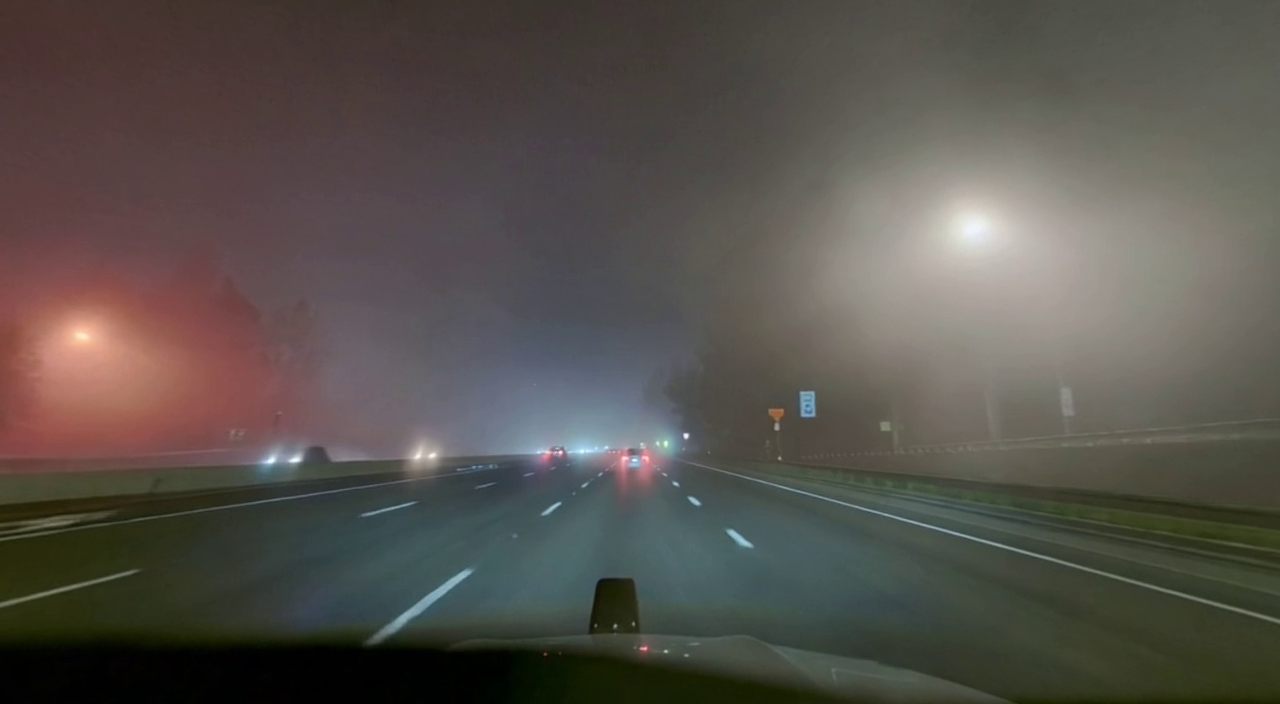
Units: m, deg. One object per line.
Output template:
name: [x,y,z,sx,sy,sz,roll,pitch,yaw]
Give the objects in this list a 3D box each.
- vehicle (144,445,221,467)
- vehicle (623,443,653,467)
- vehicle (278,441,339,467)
vehicle: [-31.282,7.124,43.370,1.946,1.444,4.536,0,-9,-1]
vehicle: [-0.150,7.608,46.733,2.109,1.638,3.856,0,-9,0]
vehicle: [-23.951,7.380,45.812,1.941,1.705,4.395,0,-9,1]
